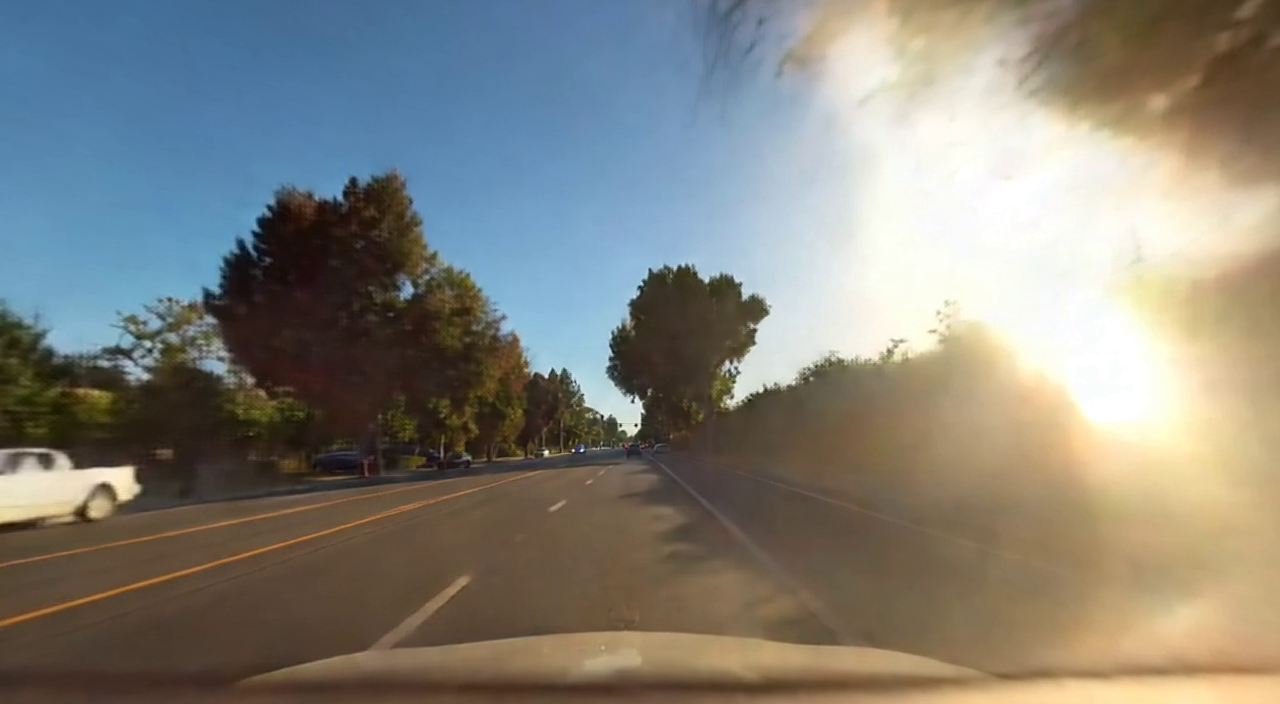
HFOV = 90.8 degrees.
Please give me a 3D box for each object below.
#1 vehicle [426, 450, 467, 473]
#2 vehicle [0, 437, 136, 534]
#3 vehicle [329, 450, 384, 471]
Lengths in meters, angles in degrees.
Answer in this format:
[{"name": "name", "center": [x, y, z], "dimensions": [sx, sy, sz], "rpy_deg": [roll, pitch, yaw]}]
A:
[{"name": "vehicle", "center": [-14.834, 8.384, 48.629], "dimensions": [1.896, 1.486, 4.285], "rpy_deg": [-4, -8, -2]}, {"name": "vehicle", "center": [-14.336, 2.907, 13.694], "dimensions": [2.251, 1.972, 5.672], "rpy_deg": [-3, -8, -1]}, {"name": "vehicle", "center": [-21.584, 8.282, 48.375], "dimensions": [1.916, 1.482, 4.789], "rpy_deg": [0, -9, 1]}]
